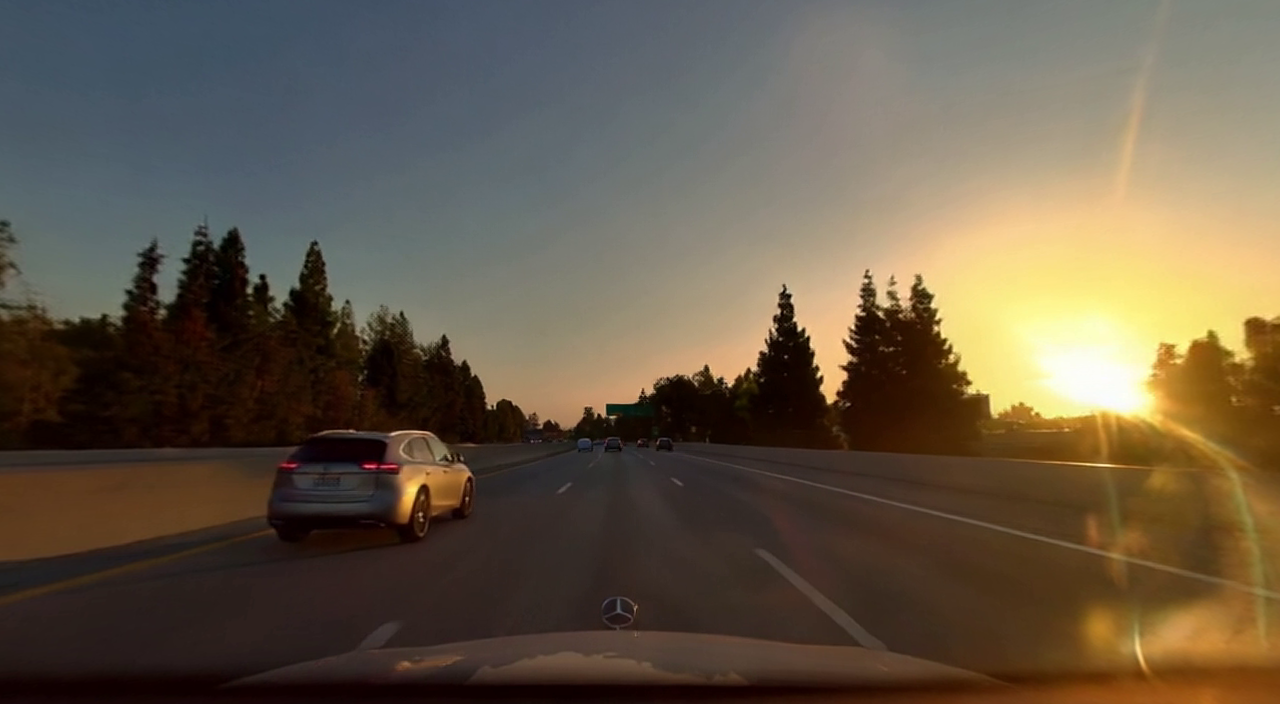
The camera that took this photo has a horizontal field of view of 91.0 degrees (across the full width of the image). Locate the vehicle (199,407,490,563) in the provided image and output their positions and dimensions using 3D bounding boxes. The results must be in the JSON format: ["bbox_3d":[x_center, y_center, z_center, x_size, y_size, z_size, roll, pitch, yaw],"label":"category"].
[{"bbox_3d":[-3.686,1.730,8.946,2.074,1.652,4.273,0,-8,0],"label":"vehicle"}]
